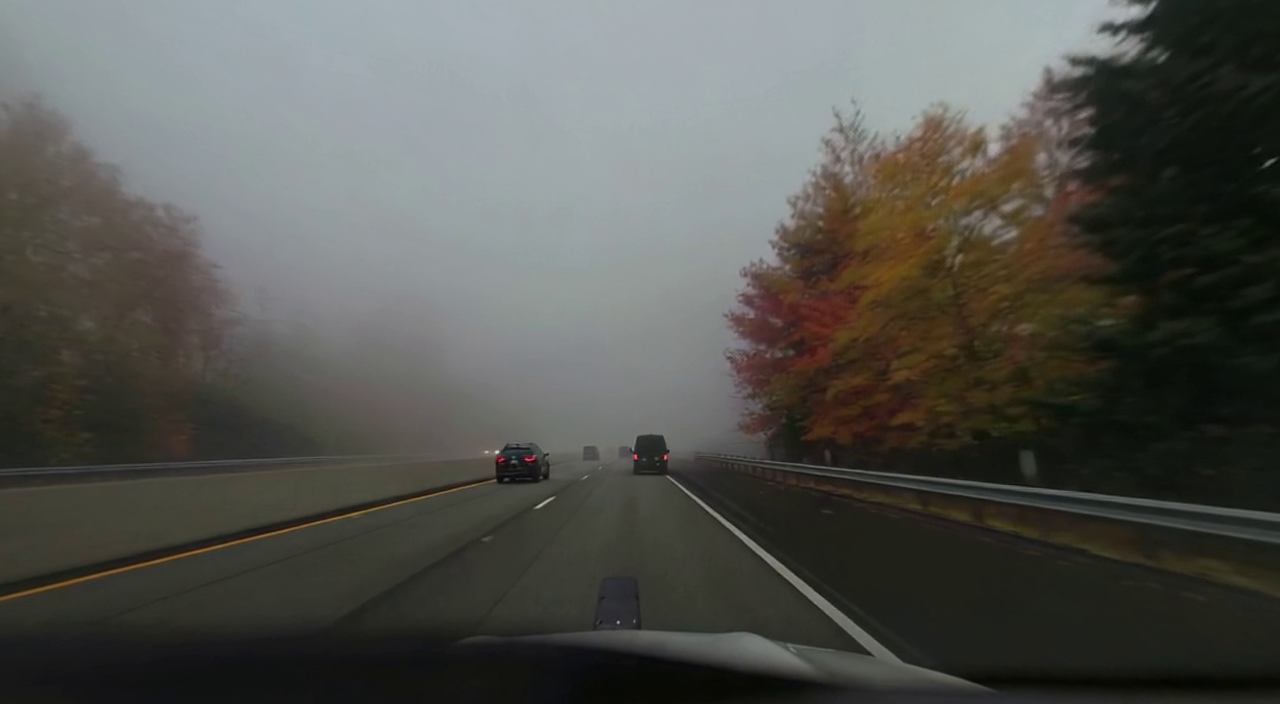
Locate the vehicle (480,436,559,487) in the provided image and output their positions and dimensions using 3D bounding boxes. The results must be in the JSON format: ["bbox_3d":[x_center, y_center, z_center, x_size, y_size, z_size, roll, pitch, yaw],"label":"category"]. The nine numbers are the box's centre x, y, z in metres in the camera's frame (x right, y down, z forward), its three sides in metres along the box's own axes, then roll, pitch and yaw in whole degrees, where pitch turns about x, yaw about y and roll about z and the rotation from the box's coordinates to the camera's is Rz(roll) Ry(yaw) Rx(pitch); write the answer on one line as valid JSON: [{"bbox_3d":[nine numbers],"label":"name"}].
[{"bbox_3d":[-4.349,4.015,23.275,2.088,1.688,4.365,0,-9,0],"label":"vehicle"}]

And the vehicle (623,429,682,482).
[{"bbox_3d":[0.425,4.244,25.821,2.179,1.930,4.538,0,-9,-1],"label":"vehicle"}]
